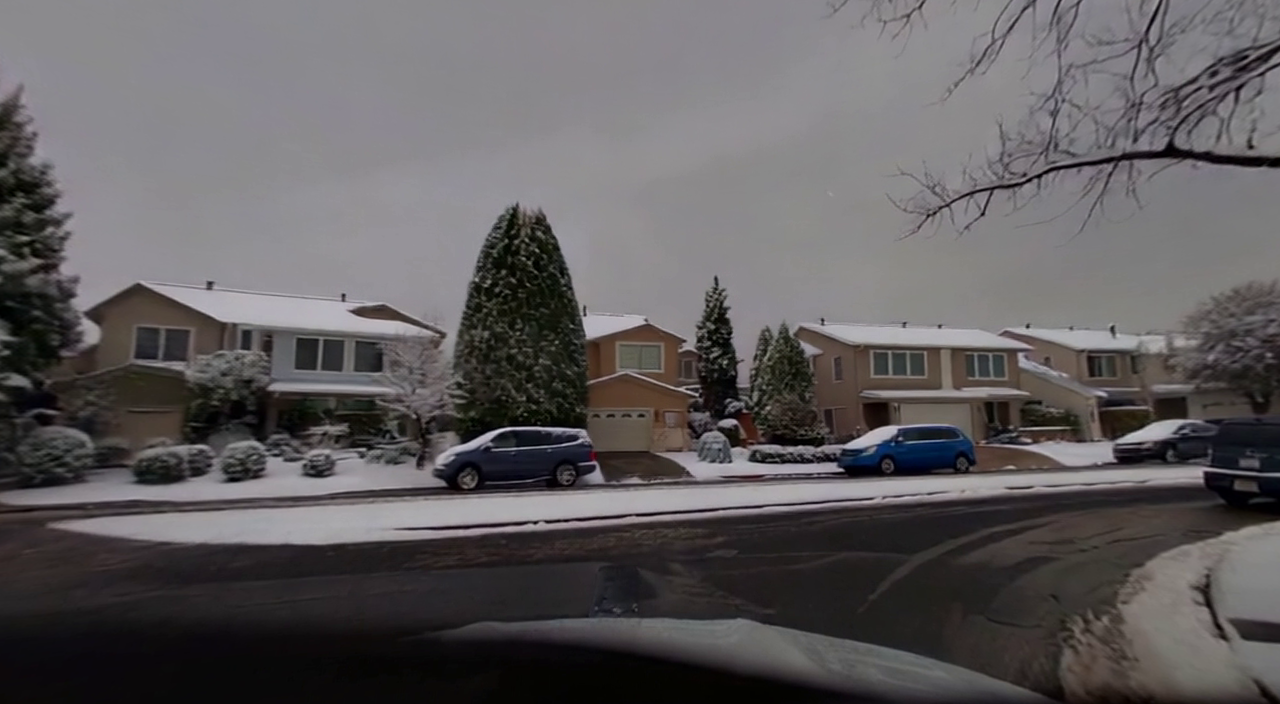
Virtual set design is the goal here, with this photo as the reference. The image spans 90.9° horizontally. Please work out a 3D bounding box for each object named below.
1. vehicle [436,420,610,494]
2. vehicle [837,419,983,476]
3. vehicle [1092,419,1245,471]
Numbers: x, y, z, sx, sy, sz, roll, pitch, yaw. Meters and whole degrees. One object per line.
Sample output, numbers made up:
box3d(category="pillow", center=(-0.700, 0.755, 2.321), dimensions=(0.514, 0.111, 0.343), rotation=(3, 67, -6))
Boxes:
box3d(category="vehicle", center=(-2.821, 2.471, 15.079), dimensions=(3.746, 1.518, 1.845), rotation=(4, -5, -21))
box3d(category="vehicle", center=(7.800, 2.767, 18.342), dimensions=(3.513, 1.507, 1.798), rotation=(3, -7, -14))
box3d(category="vehicle", center=(17.009, 2.954, 20.332), dimensions=(3.785, 1.488, 1.828), rotation=(1, -6, -15))
